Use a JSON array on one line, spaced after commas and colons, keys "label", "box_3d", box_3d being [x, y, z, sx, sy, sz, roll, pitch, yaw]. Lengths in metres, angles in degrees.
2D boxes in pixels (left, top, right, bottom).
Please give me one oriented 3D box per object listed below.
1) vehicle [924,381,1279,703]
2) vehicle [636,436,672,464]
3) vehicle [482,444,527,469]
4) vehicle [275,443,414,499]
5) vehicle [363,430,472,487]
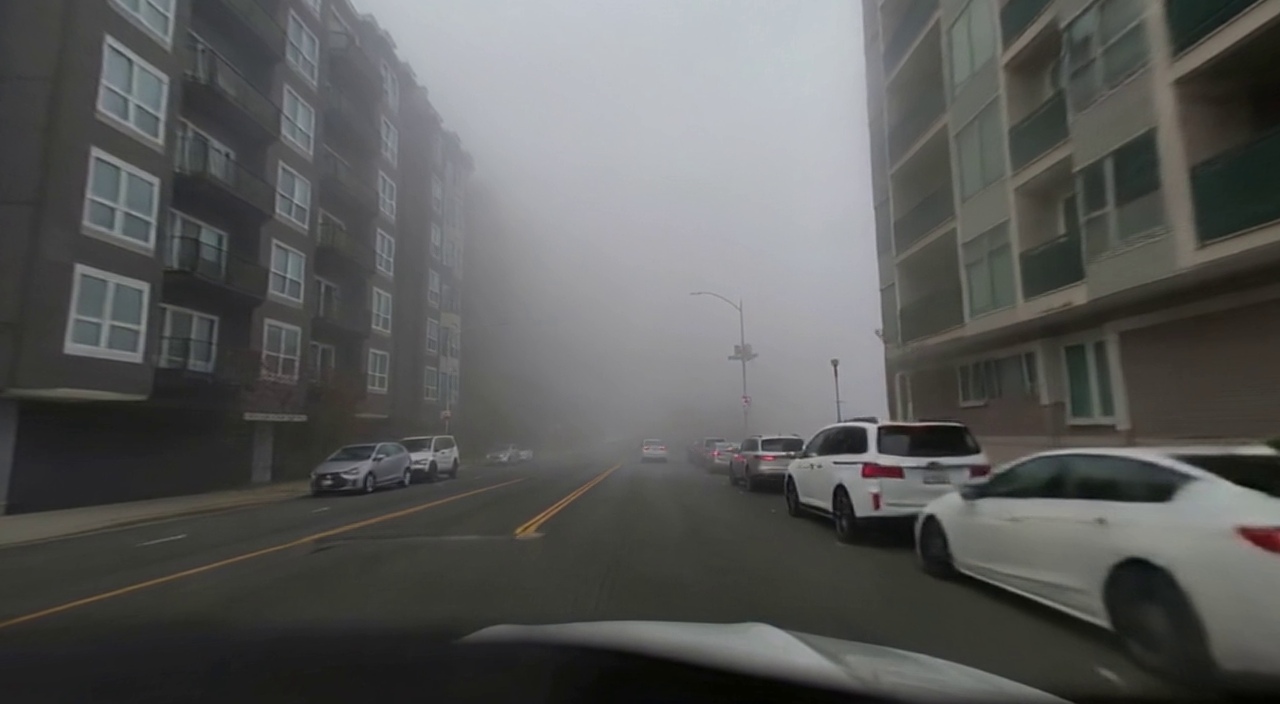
[{"label": "vehicle", "box_3d": [3.778, 1.164, 4.523, 1.946, 1.607, 3.082, 0, -8, -1]}, {"label": "vehicle", "box_3d": [0.895, 6.460, 41.555, 2.261, 1.740, 4.065, 0, -8, 0]}, {"label": "vehicle", "box_3d": [-8.803, 6.821, 41.331, 2.021, 1.474, 4.337, 0, -8, -1]}, {"label": "vehicle", "box_3d": [-9.206, 3.722, 20.171, 2.089, 1.549, 4.597, -1, -8, 2]}, {"label": "vehicle", "box_3d": [-8.962, 4.339, 26.071, 2.457, 2.048, 5.461, 0, -8, 0]}]
